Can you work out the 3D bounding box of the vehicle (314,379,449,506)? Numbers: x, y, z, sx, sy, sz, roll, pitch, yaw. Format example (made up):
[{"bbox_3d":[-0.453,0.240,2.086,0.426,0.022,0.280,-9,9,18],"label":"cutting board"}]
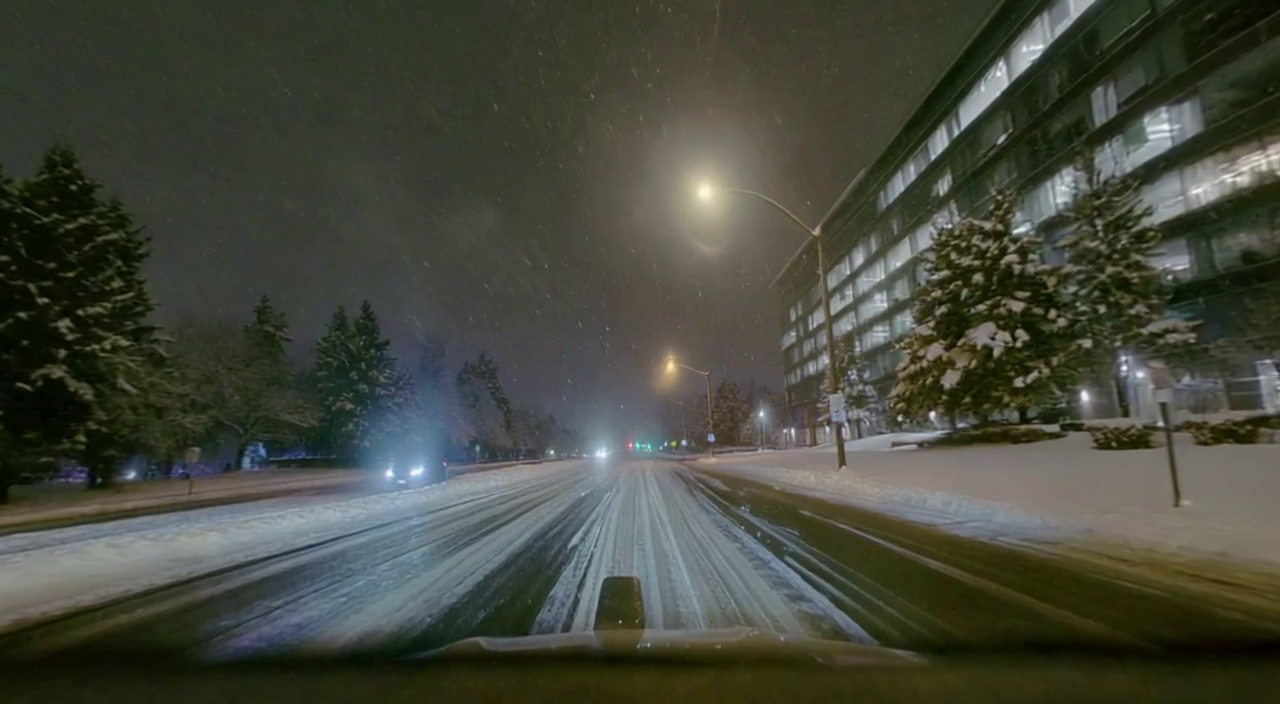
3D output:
[{"bbox_3d":[-7.605,2.721,18.859,2.837,3.274,3.013,-4,-9,-3],"label":"vehicle"}]
